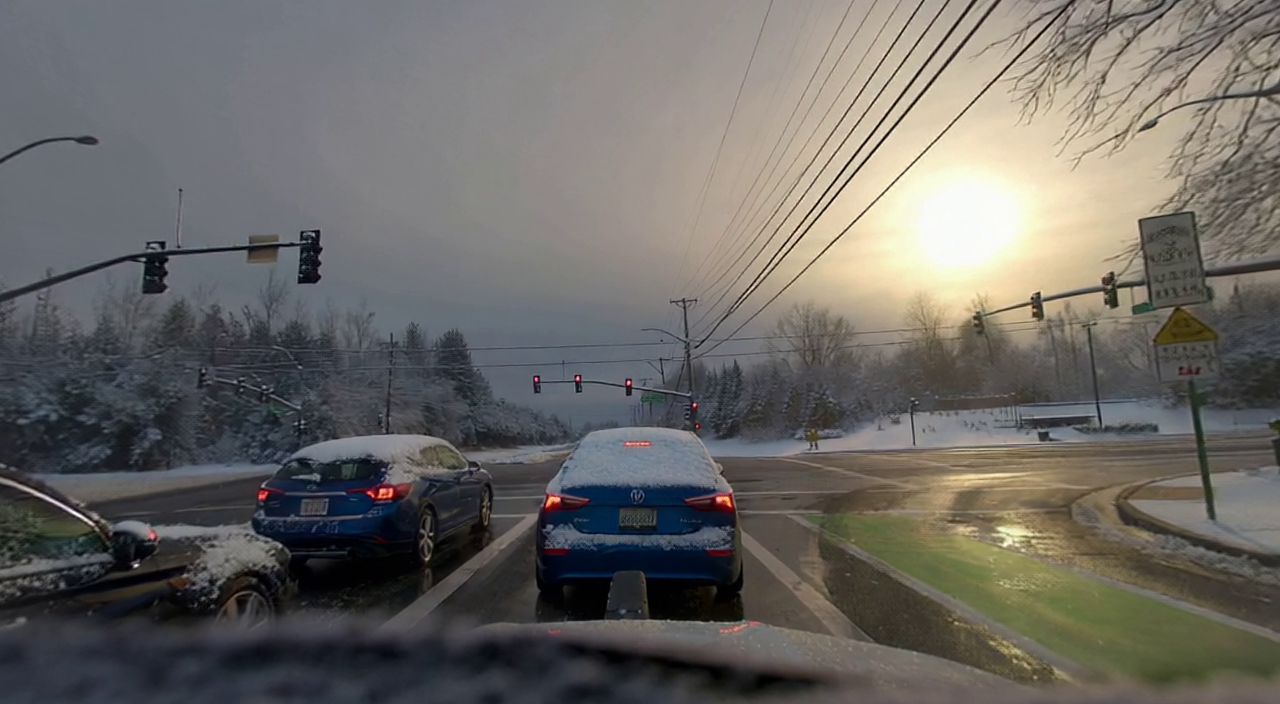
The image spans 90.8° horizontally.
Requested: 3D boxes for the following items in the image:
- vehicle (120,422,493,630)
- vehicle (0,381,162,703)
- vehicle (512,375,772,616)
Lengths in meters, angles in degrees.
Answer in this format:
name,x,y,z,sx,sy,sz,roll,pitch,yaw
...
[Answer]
name,x,y,z,sx,sy,sz,roll,pitch,yaw
vehicle,-2.927,1.609,6.657,1.726,1.506,3.840,0,-10,1
vehicle,-3.475,0.591,0.451,2.138,1.488,5.327,0,-8,0
vehicle,-0.017,1.564,7.656,2.036,1.885,5.196,0,-10,-1
